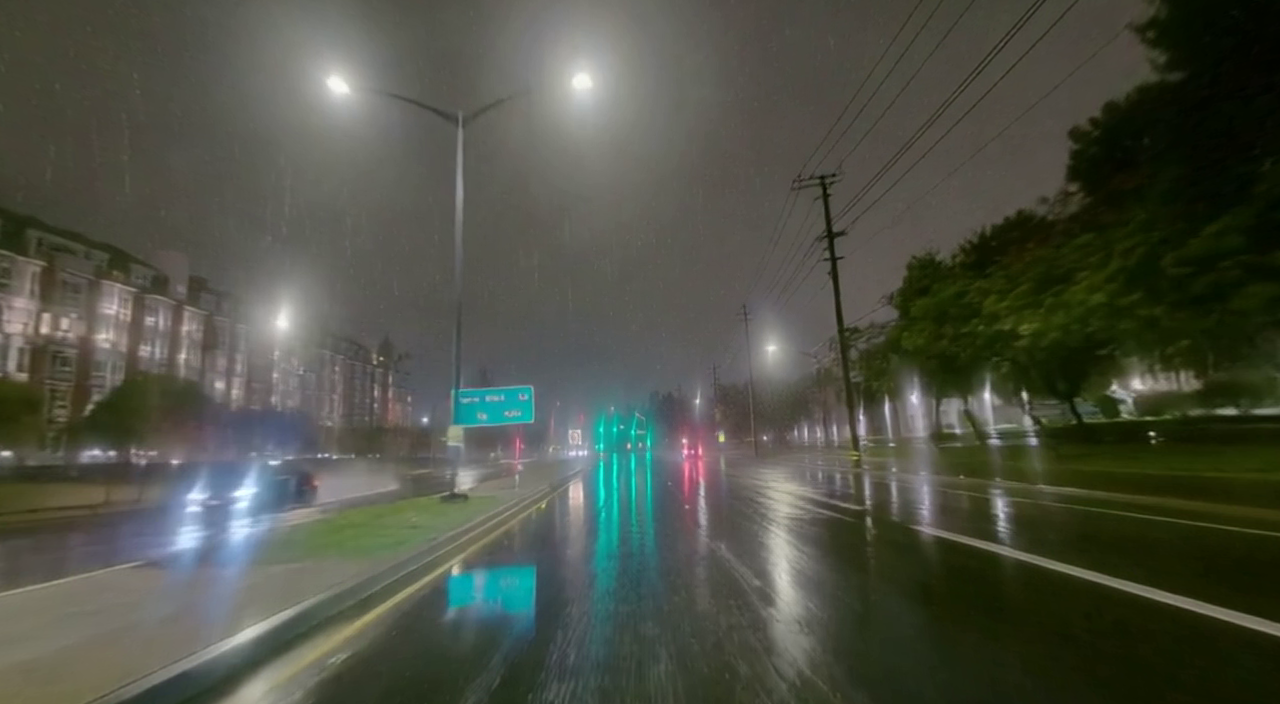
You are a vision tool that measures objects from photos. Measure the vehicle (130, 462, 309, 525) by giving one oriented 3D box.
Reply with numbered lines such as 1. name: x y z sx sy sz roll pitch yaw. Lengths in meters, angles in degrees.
1. vehicle: -12.155 4.091 18.687 2.116 1.470 4.581 -1 -9 0
